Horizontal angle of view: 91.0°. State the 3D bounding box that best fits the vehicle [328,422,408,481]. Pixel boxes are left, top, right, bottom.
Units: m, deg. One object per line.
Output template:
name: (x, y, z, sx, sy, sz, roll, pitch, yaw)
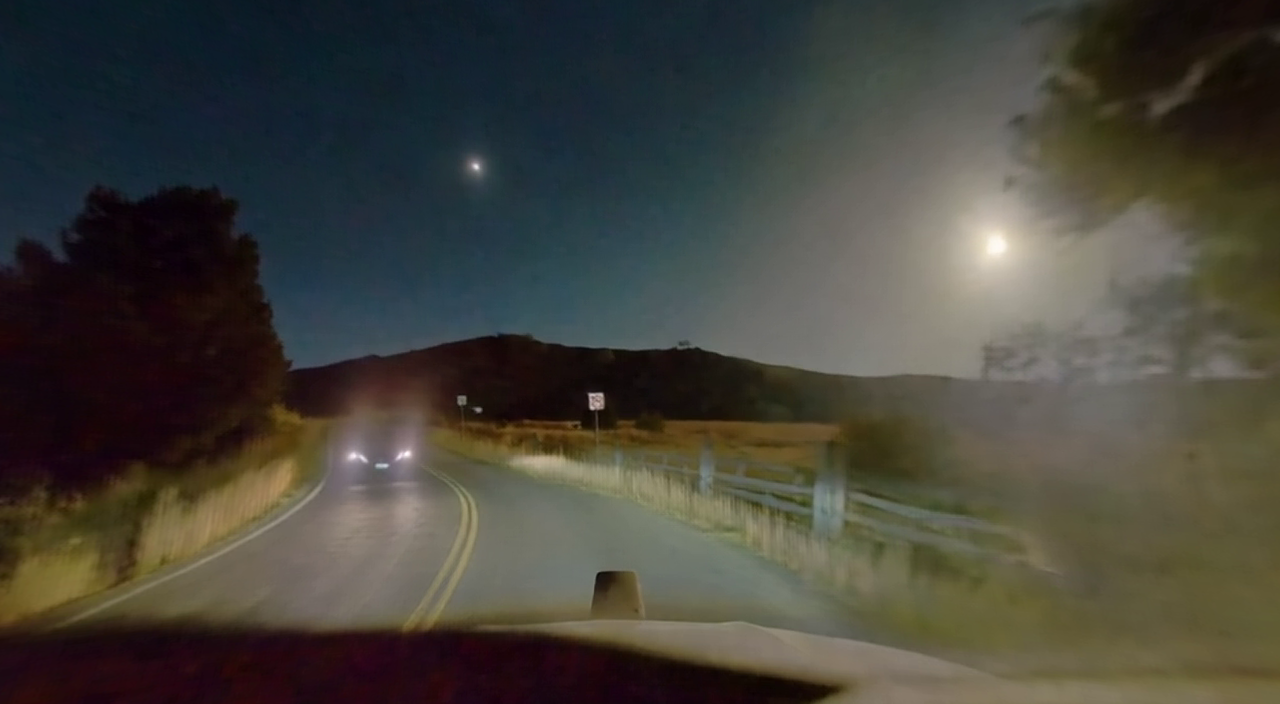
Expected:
vehicle: (-8.559, 3.067, 19.932, 2.075, 1.562, 4.241, 1, -7, -22)
